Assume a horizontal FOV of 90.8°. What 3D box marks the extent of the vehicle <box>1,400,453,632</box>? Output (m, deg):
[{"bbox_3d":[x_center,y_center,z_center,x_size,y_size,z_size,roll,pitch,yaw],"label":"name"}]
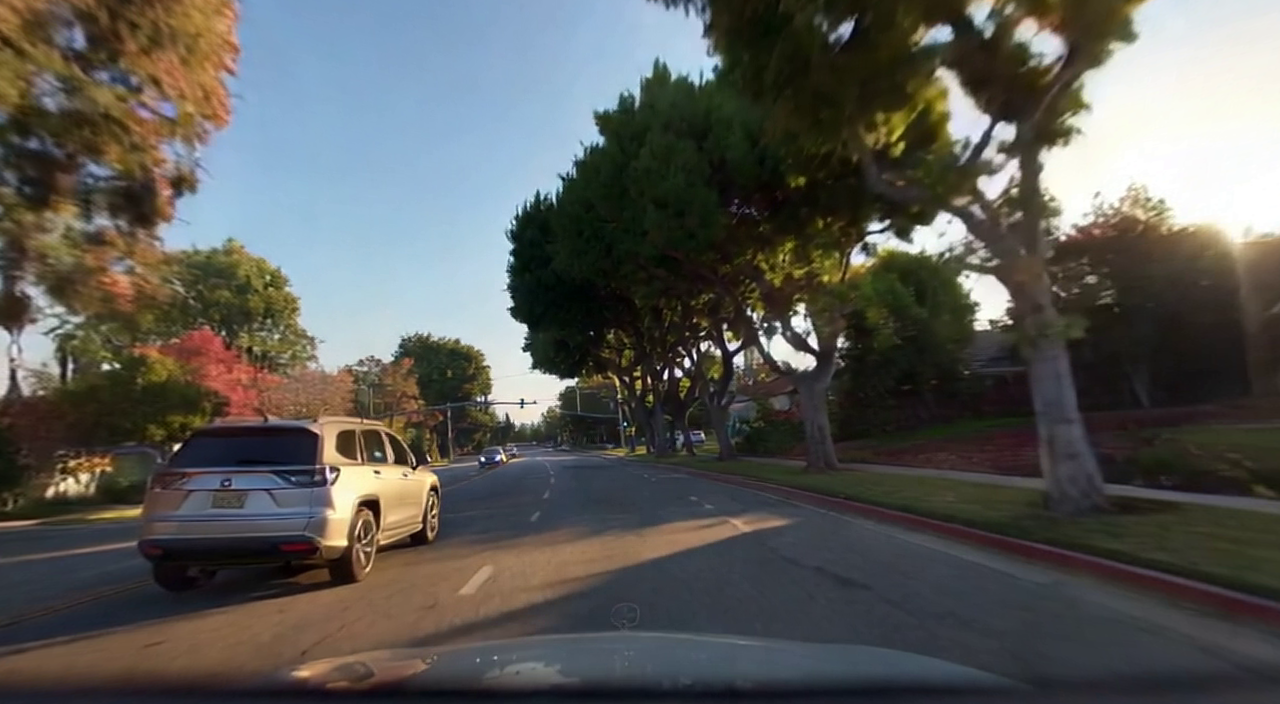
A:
[{"bbox_3d":[-3.855,1.585,7.177,2.175,1.772,4.442,0,-8,-1],"label":"vehicle"}]
